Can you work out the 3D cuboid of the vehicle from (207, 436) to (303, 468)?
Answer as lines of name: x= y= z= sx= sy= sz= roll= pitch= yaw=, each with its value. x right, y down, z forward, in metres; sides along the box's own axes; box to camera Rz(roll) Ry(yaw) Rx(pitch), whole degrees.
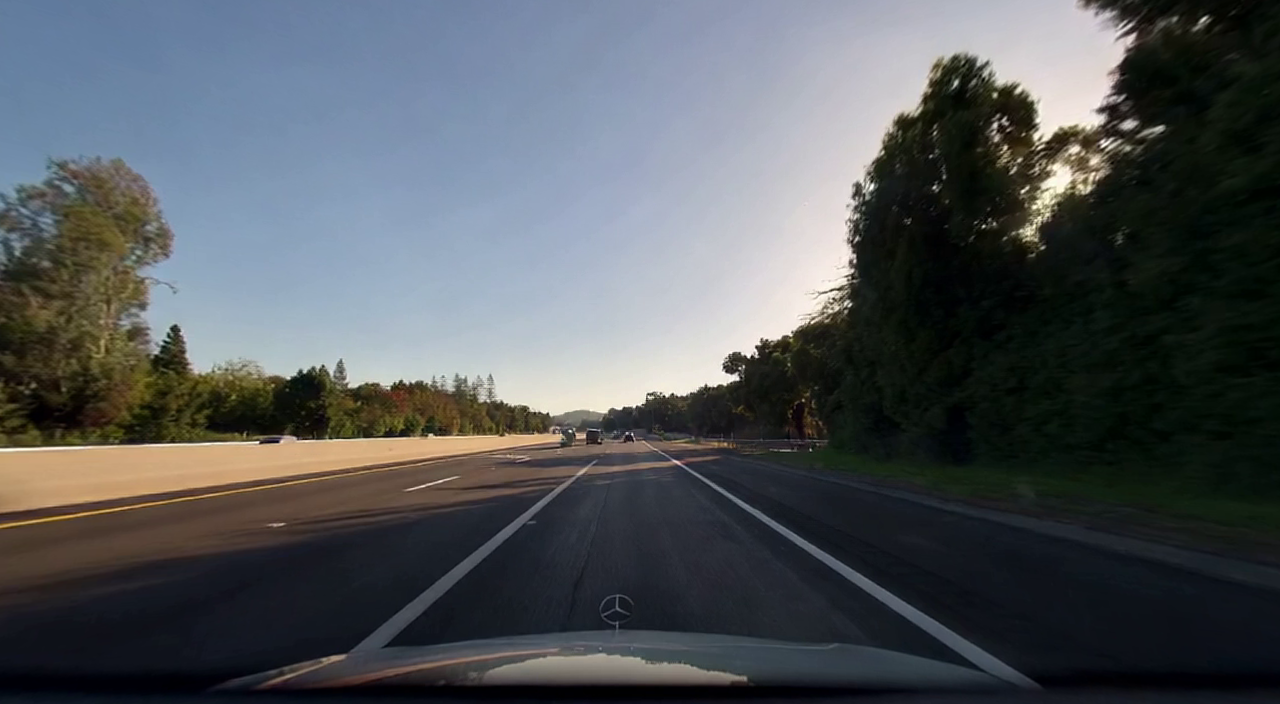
vehicle: x=-19.169 y=4.957 z=31.647 sx=2.056 sy=1.492 sz=4.392 roll=0 pitch=-8 yaw=-1
